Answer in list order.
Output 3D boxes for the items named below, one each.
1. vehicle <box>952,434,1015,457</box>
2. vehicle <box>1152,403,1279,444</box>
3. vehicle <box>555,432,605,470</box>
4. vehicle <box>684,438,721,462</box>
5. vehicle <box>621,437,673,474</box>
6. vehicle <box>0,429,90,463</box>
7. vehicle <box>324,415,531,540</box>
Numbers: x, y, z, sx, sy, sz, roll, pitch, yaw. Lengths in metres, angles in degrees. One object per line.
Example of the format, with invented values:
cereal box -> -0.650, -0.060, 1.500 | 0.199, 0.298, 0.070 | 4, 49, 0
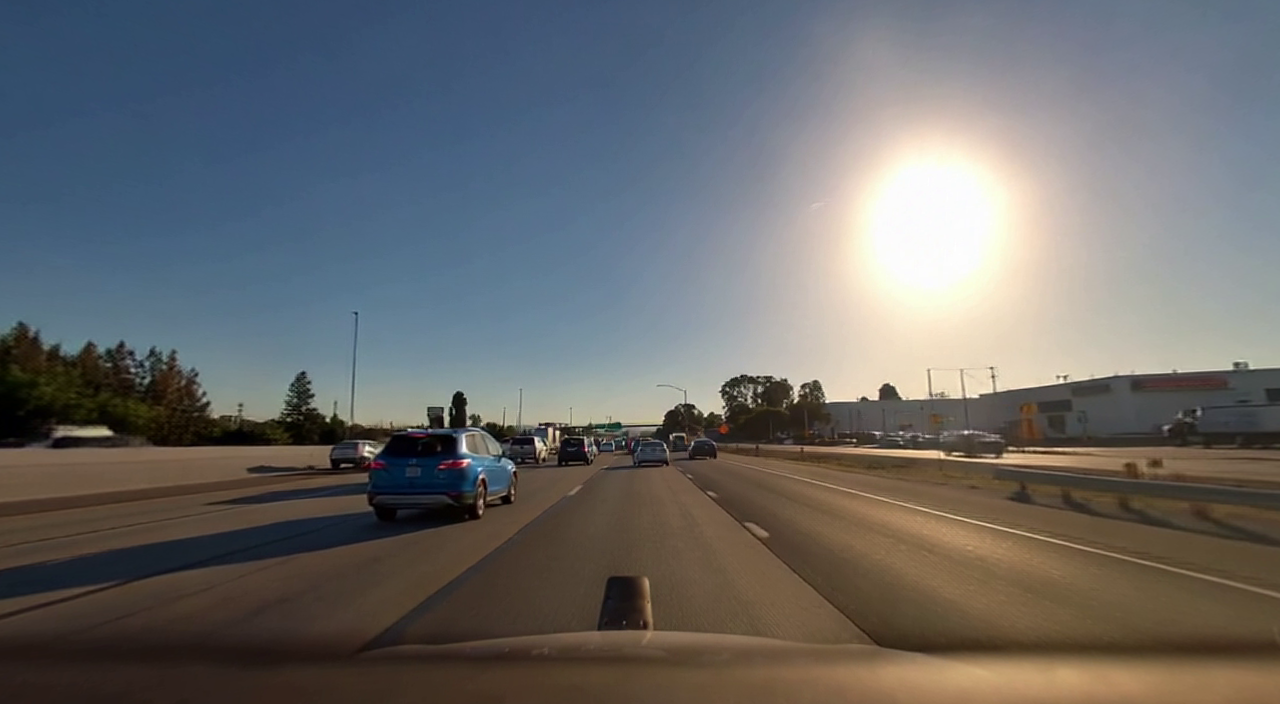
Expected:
vehicle -> 23.300, 6.350, 43.010 | 1.854, 1.463, 4.371 | 0, -8, 1
vehicle -> 46.198, 5.622, 49.169 | 9.807, 3.112, 2.892 | 0, -8, 1
vehicle -> -2.943, 4.978, 31.817 | 2.007, 1.730, 4.412 | 0, -8, 1
vehicle -> 4.150, 6.575, 42.470 | 1.980, 1.492, 4.442 | 0, -8, -1
vehicle -> 0.277, 4.449, 27.416 | 2.090, 1.474, 3.970 | 0, -8, 0
vehicle -> -27.149, 4.246, 28.416 | 1.525, 1.404, 3.423 | -2, -8, 2
vehicle -> -3.295, 2.046, 10.918 | 1.961, 1.687, 4.453 | 0, -8, 1
